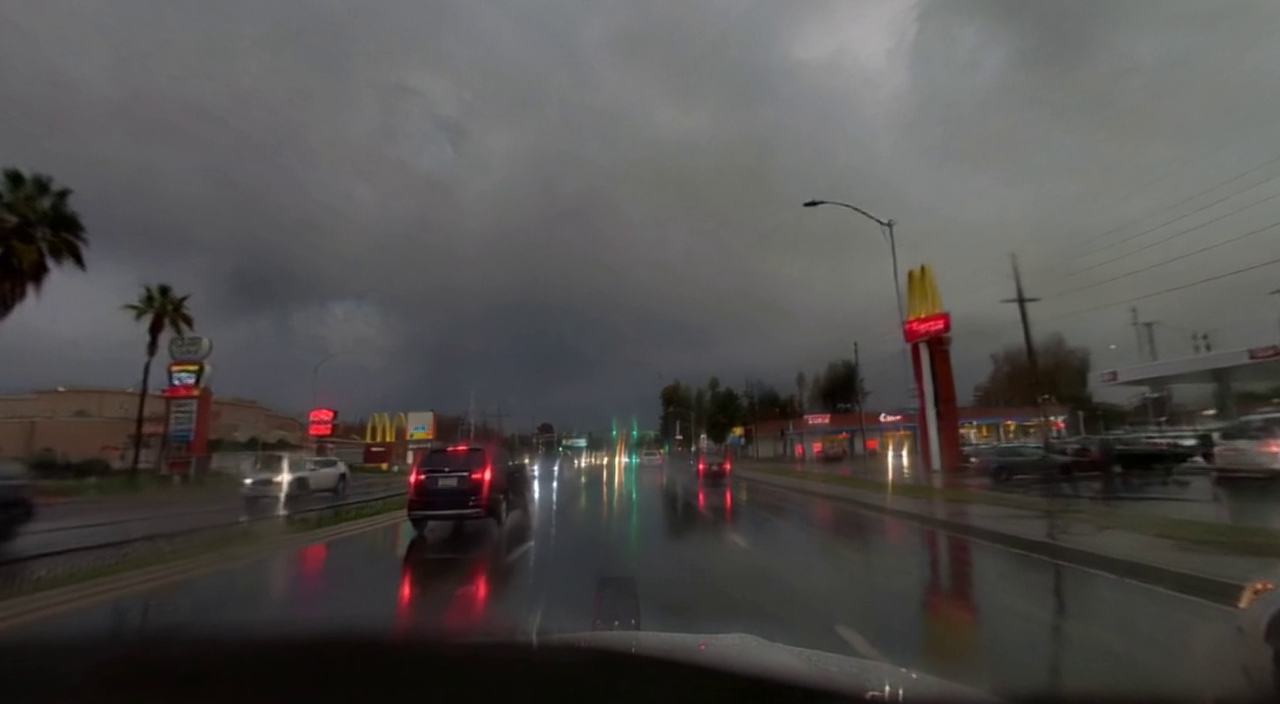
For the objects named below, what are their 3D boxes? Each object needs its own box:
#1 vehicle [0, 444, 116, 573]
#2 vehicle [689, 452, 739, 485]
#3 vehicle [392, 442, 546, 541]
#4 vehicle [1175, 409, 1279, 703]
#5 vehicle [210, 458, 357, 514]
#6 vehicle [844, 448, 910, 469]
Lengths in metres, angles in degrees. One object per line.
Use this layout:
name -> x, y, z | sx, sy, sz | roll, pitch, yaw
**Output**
vehicle -> -10.390, 2.185, 8.591 | 2.169, 1.853, 4.853 | -1, -9, 3
vehicle -> 3.522, 5.599, 30.623 | 1.889, 1.448, 4.262 | 0, -9, 0
vehicle -> -3.032, 2.539, 12.175 | 2.021, 1.550, 4.090 | 0, -9, -3
vehicle -> 3.535, 0.716, 0.839 | 1.987, 1.474, 4.198 | 0, -9, 1
vehicle -> -11.406, 4.279, 20.675 | 1.940, 1.550, 4.525 | 1, -9, 3
vehicle -> 18.131, 8.085, 48.236 | 4.750, 1.478, 1.998 | 5, -10, -29
